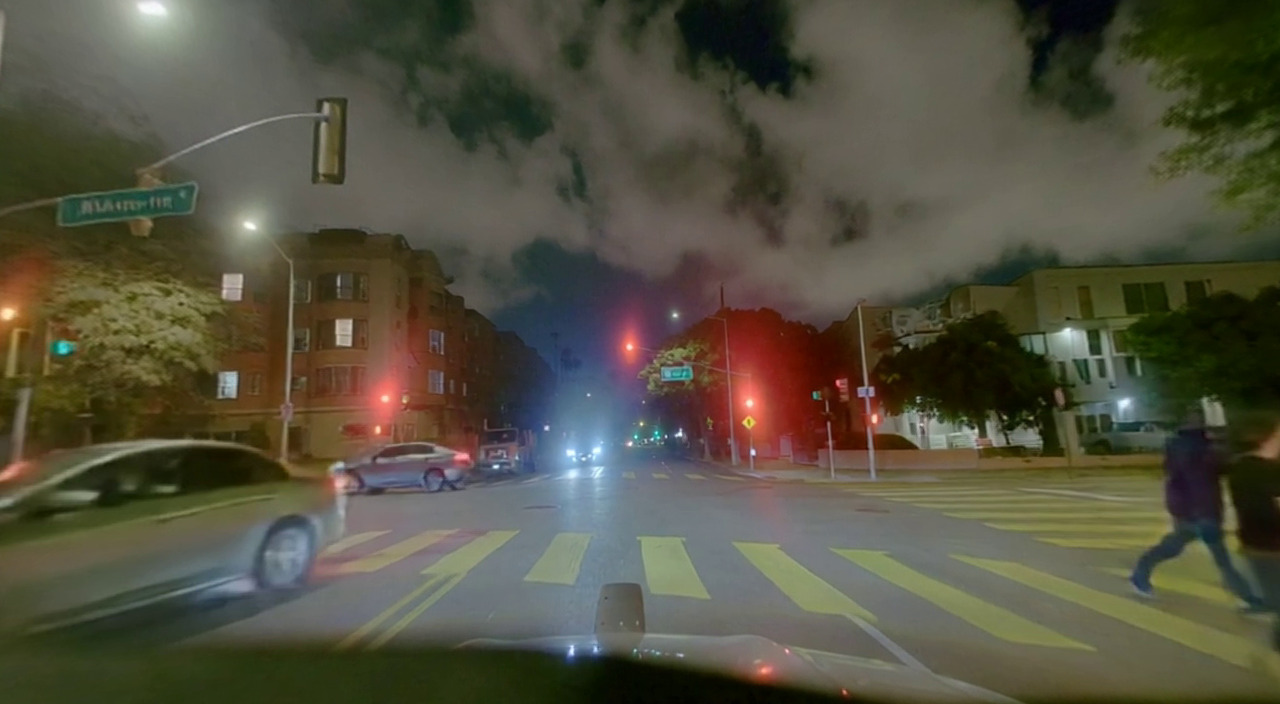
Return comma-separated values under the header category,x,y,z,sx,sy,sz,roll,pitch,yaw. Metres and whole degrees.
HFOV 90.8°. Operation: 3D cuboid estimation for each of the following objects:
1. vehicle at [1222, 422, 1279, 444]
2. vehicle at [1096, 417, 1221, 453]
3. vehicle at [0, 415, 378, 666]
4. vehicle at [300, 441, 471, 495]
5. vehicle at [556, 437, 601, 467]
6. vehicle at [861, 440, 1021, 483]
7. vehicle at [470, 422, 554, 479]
category,x,y,z,sx,sy,sz,roll,pitch,yaw
vehicle,46.174,5.989,46.608,4.562,1.603,1.816,0,-8,0
vehicle,33.387,5.397,40.802,5.969,2.225,2.458,0,-9,-3
vehicle,-4.829,1.450,5.587,1.979,1.630,4.771,-2,-9,16
vehicle,-7.850,3.614,19.829,4.497,1.579,1.952,0,-9,-1
vehicle,-3.685,6.106,38.865,2.302,1.708,4.764,0,-9,0
vehicle,11.235,4.085,23.828,5.158,1.470,2.012,-4,-10,26
vehicle,-6.378,5.067,32.701,2.896,2.560,7.322,0,-8,-1
